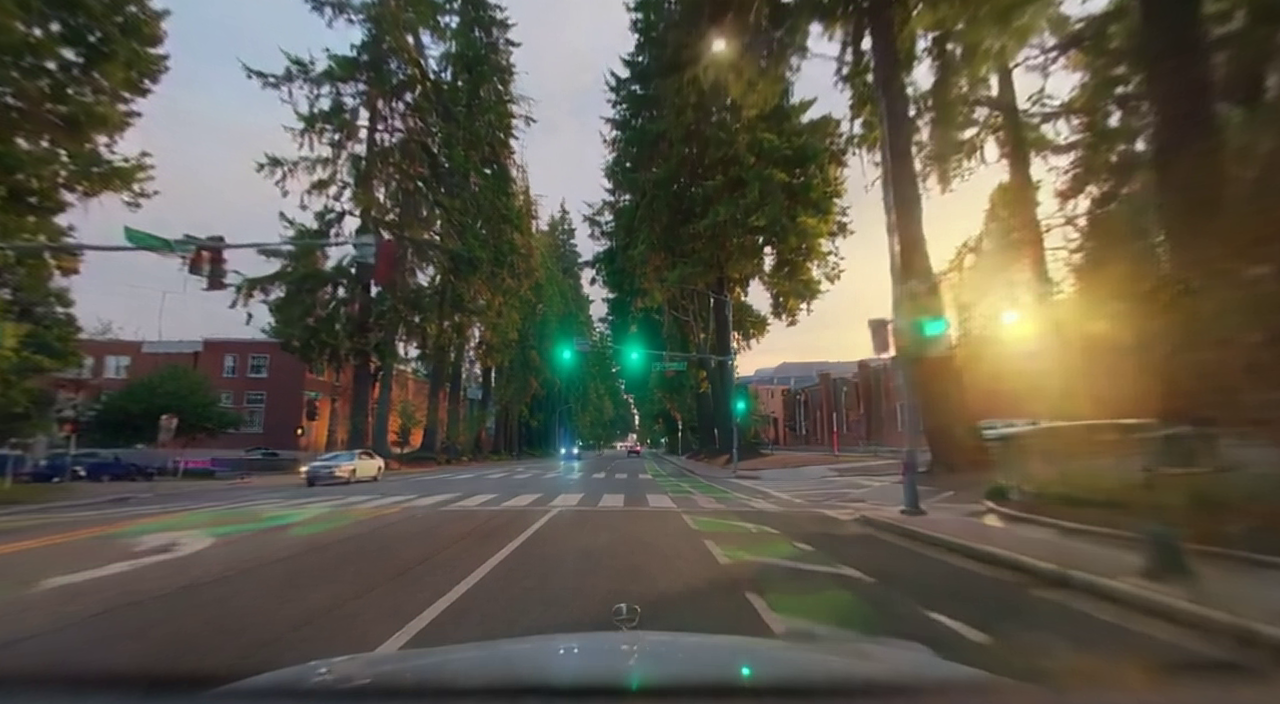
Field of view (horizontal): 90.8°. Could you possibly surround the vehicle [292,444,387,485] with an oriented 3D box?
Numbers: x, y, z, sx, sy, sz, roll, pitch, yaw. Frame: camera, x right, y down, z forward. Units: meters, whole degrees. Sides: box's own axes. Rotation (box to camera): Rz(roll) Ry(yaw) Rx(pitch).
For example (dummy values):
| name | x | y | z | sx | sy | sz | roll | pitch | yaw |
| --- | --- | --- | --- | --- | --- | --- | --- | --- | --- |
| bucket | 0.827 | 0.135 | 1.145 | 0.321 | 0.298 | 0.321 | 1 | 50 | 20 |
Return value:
| name | x | y | z | sx | sy | sz | roll | pitch | yaw |
| --- | --- | --- | --- | --- | --- | --- | --- | --- | --- |
| vehicle | -14.450 | 5.411 | 30.757 | 2.113 | 1.804 | 4.732 | 0 | -8 | 2 |
